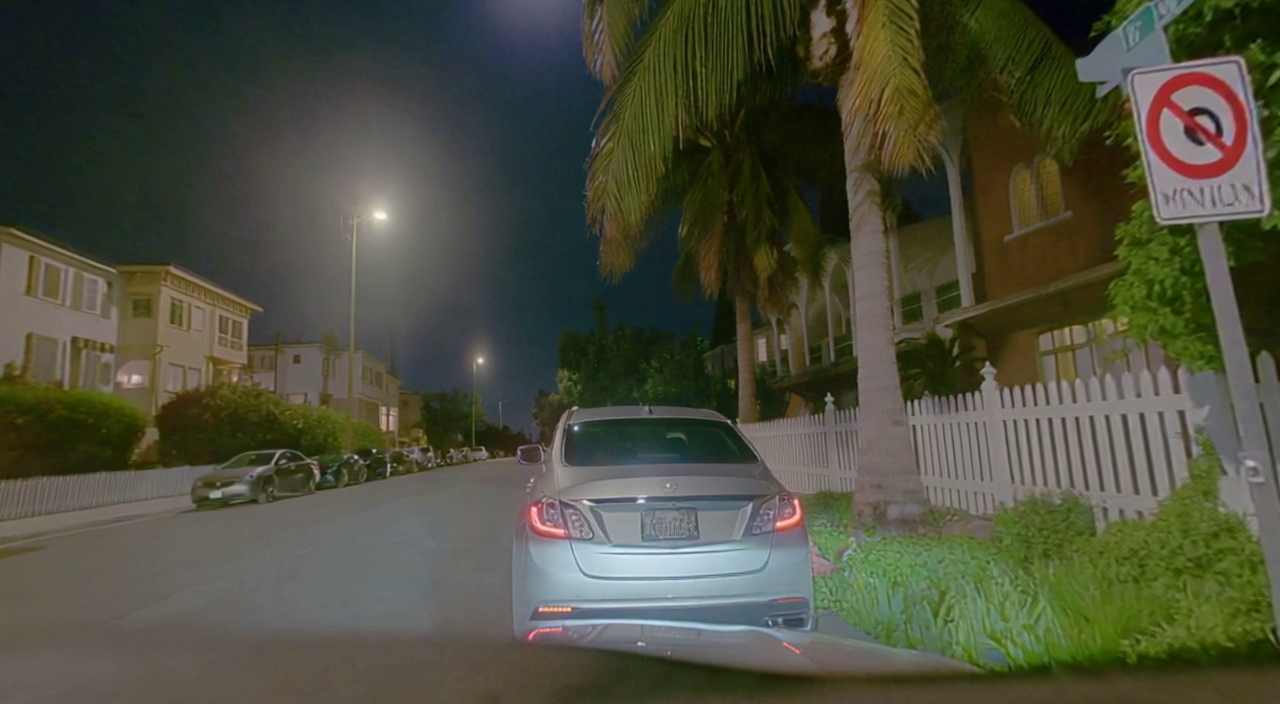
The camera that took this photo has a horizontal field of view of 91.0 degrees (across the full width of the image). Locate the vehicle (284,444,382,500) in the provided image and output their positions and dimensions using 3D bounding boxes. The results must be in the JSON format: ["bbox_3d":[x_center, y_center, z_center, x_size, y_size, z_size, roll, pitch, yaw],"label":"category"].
[{"bbox_3d":[-12.151,4.709,25.273,2.048,1.485,4.757,-4,-4,-7],"label":"vehicle"}]

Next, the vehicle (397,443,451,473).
[{"bbox_3d":[-13.164,6.466,38.706,2.060,1.689,4.999,1,-8,-7],"label":"vehicle"}]

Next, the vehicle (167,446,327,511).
[{"bbox_3d":[-11.399,3.654,18.804,2.017,1.627,5.039,1,-8,-7],"label":"vehicle"}]

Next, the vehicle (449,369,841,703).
[{"bbox_3d":[-0.135,1.214,5.005,1.894,1.695,3.795,1,-8,-6],"label":"vehicle"}]
